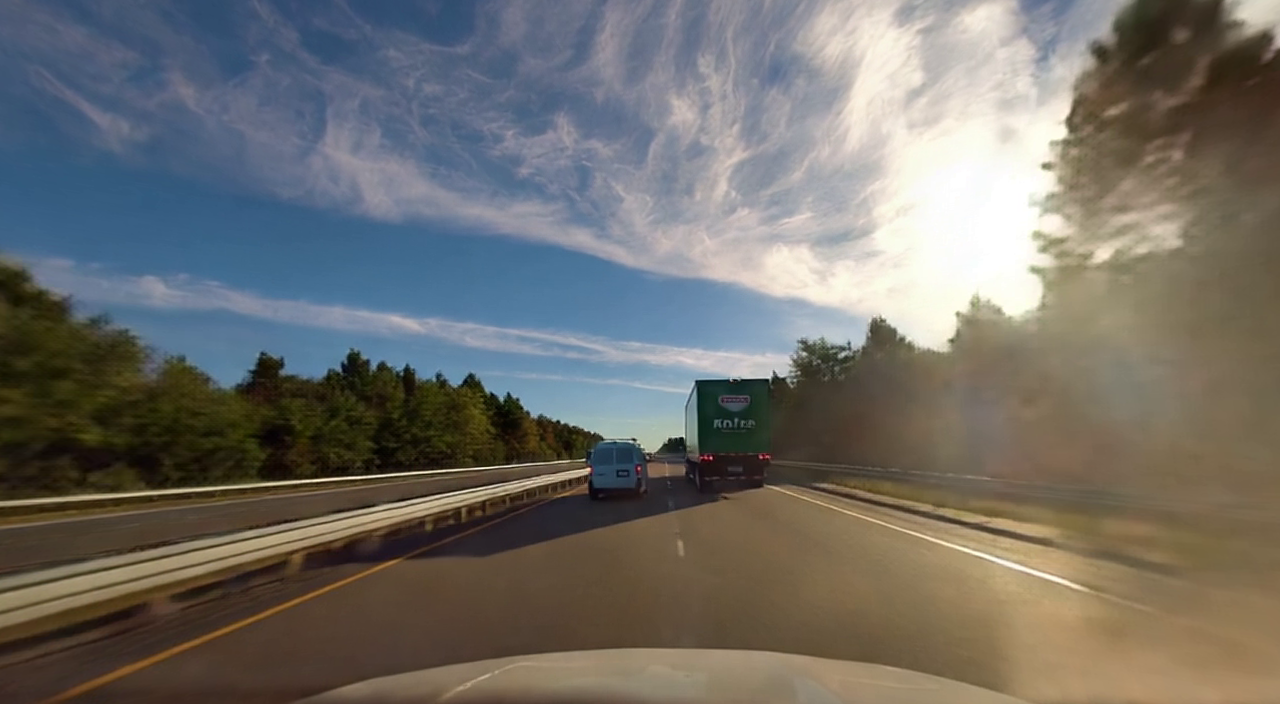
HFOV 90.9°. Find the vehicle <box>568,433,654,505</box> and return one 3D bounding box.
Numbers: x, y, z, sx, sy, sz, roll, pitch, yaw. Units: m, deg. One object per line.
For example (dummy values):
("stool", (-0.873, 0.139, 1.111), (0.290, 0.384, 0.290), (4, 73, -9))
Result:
("vehicle", (-0.710, 3.385, 18.581), (2.105, 1.865, 4.102), (-1, -9, 3))

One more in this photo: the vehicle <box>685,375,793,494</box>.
("vehicle", (3.767, 3.749, 27.613), (3.030, 3.985, 12.707), (0, -9, 2))
